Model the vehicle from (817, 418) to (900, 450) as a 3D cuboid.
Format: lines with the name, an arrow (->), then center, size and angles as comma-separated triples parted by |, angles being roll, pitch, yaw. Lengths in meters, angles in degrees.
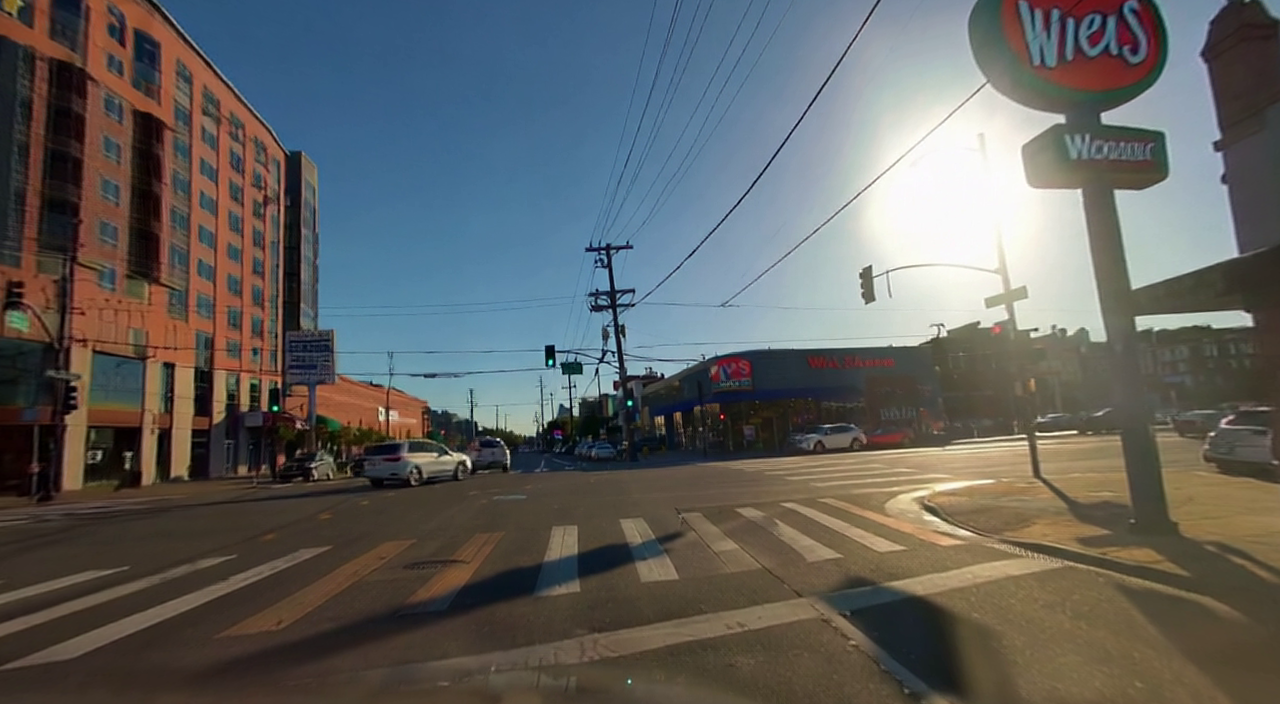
vehicle -> 12.745, 4.828, 36.889 | 4.474, 1.788, 2.039 | 4, -10, -29

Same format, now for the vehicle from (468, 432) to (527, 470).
vehicle -> -7.030, 4.929, 31.594 | 2.105, 1.761, 4.292 | 0, -8, -3

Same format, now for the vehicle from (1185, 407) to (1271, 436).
vehicle -> 33.161, 3.963, 35.628 | 4.707, 1.487, 1.907 | 4, -9, -27

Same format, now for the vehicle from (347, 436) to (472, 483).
vehicle -> -8.637, 4.058, 24.119 | 2.166, 1.579, 4.300 | -3, -9, 19

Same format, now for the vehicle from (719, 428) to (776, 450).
vehicle -> 7.557, 6.181, 44.645 | 1.866, 1.430, 3.901 | 5, -10, -31

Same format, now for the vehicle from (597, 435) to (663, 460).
vehicle -> -0.746, 6.958, 46.160 | 4.506, 1.733, 1.857 | 2, -9, -14
